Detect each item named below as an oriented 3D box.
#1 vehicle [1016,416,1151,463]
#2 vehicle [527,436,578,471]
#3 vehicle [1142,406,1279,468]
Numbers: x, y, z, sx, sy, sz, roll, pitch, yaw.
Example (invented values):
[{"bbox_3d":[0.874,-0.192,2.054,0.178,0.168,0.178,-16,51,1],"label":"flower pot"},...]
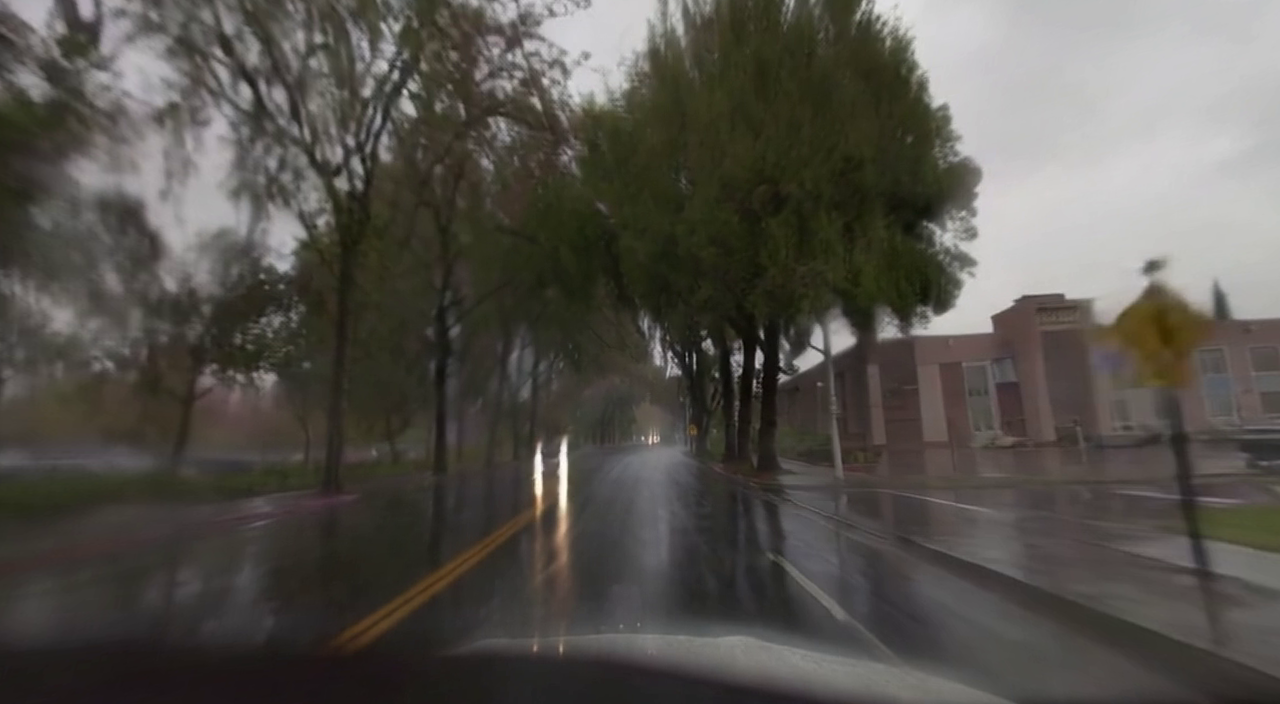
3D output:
[{"bbox_3d":[20.643,4.130,29.595,4.593,1.776,2.094,-4,-9,0],"label":"vehicle"},{"bbox_3d":[-5.274,6.172,38.733,2.252,1.936,5.538,-1,-8,1],"label":"vehicle"},{"bbox_3d":[20.735,2.916,21.979,4.526,1.840,2.161,-4,-9,0],"label":"vehicle"}]
